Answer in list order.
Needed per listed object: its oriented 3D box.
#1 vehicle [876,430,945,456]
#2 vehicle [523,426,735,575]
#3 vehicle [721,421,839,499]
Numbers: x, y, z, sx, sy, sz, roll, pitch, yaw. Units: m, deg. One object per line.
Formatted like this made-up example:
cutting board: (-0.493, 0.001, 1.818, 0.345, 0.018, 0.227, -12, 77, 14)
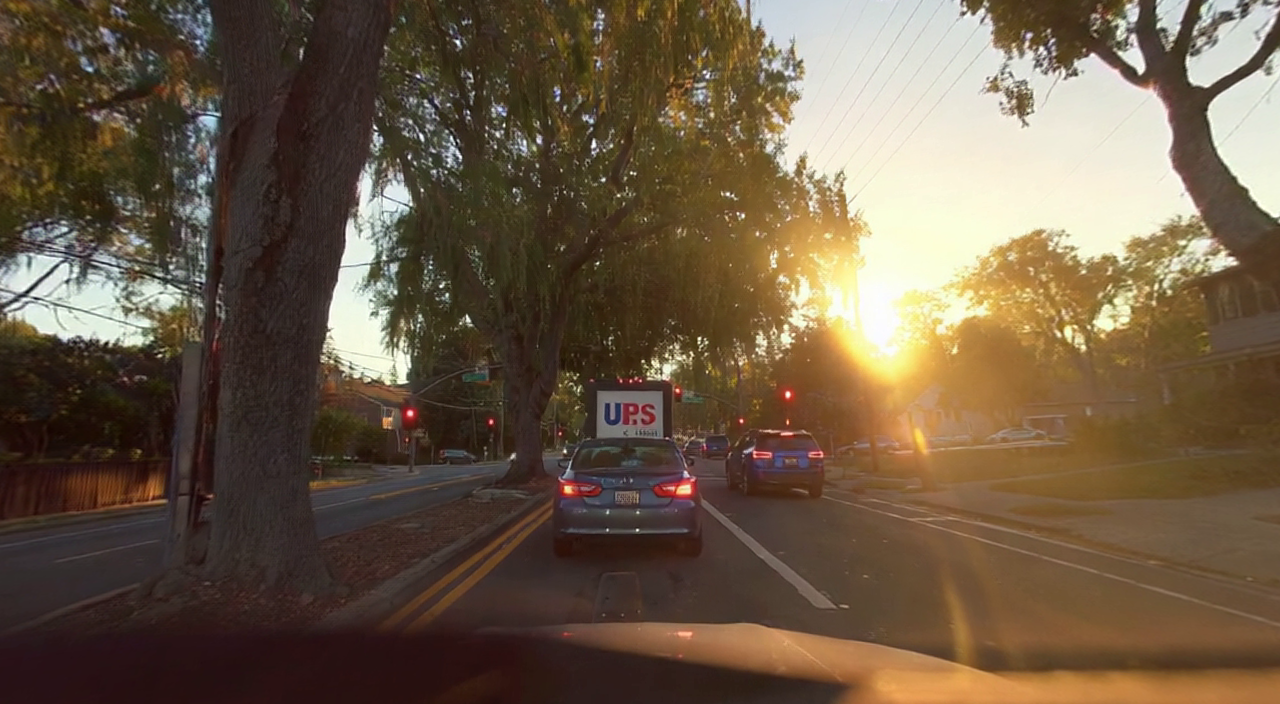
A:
vehicle: (19.634, 6.627, 45.998, 4.033, 1.778, 2.015, 1, -8, -7)
vehicle: (-0.151, 1.810, 8.549, 2.135, 1.483, 4.207, 0, -8, -1)
vehicle: (3.643, 2.917, 17.423, 2.145, 1.847, 4.524, 0, -8, -1)
